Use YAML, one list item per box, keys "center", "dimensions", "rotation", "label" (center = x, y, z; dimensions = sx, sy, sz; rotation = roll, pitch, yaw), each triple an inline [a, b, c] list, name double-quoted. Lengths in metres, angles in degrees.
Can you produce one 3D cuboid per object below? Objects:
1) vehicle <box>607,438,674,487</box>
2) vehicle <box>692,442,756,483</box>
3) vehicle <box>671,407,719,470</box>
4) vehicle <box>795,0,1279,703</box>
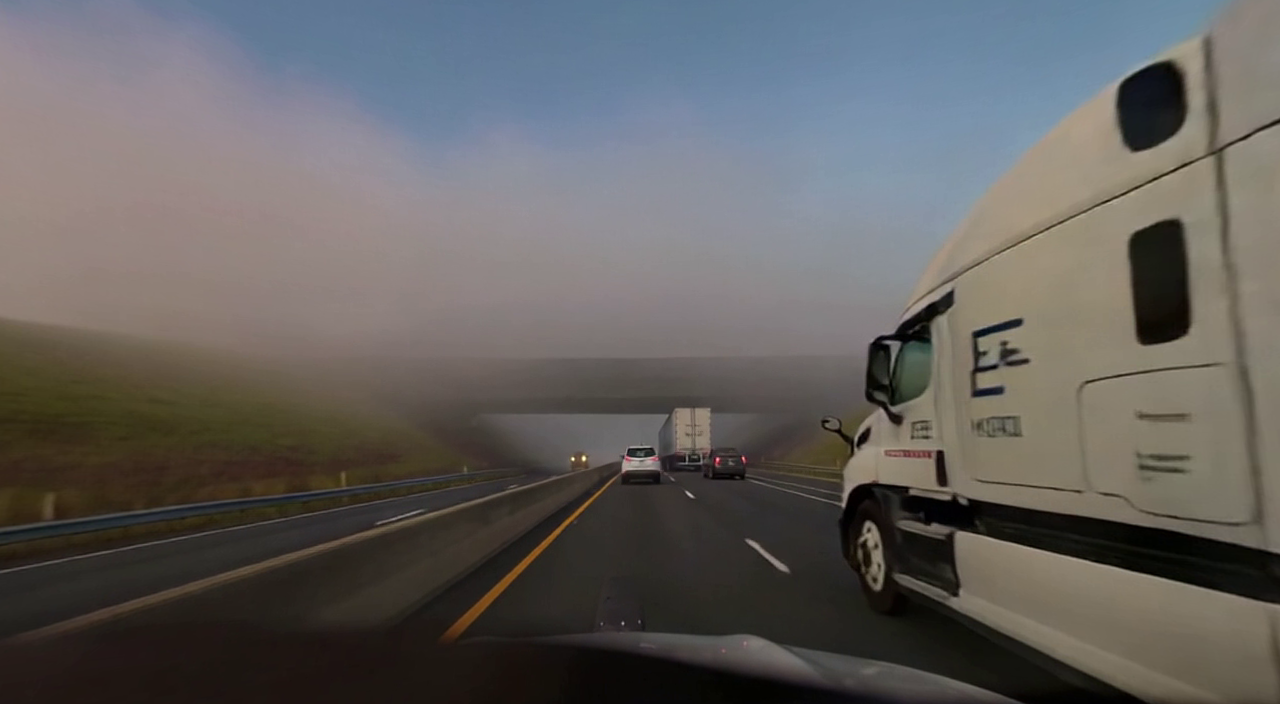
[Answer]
- center: [0.007, 4.032, 23.224]
  dimensions: [2.256, 1.615, 4.114]
  rotation: [-1, -9, 0]
  label: "vehicle"
- center: [3.340, 4.480, 25.799]
  dimensions: [1.972, 1.505, 3.946]
  rotation: [0, -9, -1]
  label: "vehicle"
- center: [3.675, 6.079, 43.889]
  dimensions: [2.948, 3.974, 6.480]
  rotation: [-1, -9, 2]
  label: "vehicle"
- center: [3.009, -0.225, 2.768]
  dimensions: [2.987, 3.897, 5.990]
  rotation: [-1, -9, 0]
  label: "vehicle"
